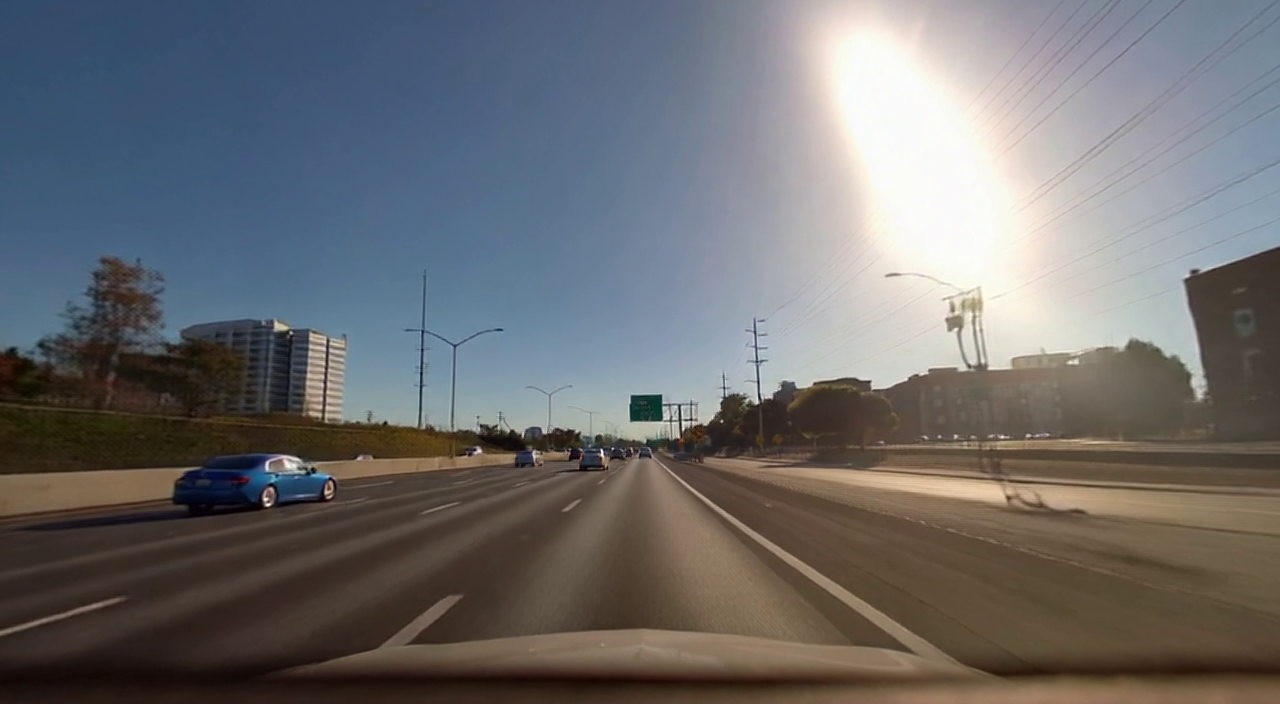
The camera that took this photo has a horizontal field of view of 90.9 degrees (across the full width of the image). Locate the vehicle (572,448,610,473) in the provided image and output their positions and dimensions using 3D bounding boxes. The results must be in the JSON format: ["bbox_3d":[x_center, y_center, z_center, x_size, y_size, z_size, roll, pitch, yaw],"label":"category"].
[{"bbox_3d":[-3.158,7.062,41.258,2.050,1.479,4.342,0,-9,1],"label":"vehicle"}]

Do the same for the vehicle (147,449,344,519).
[{"bbox_3d":[-10.008,3.338,16.615,2.002,1.526,4.822,-1,-9,1],"label":"vehicle"}]
